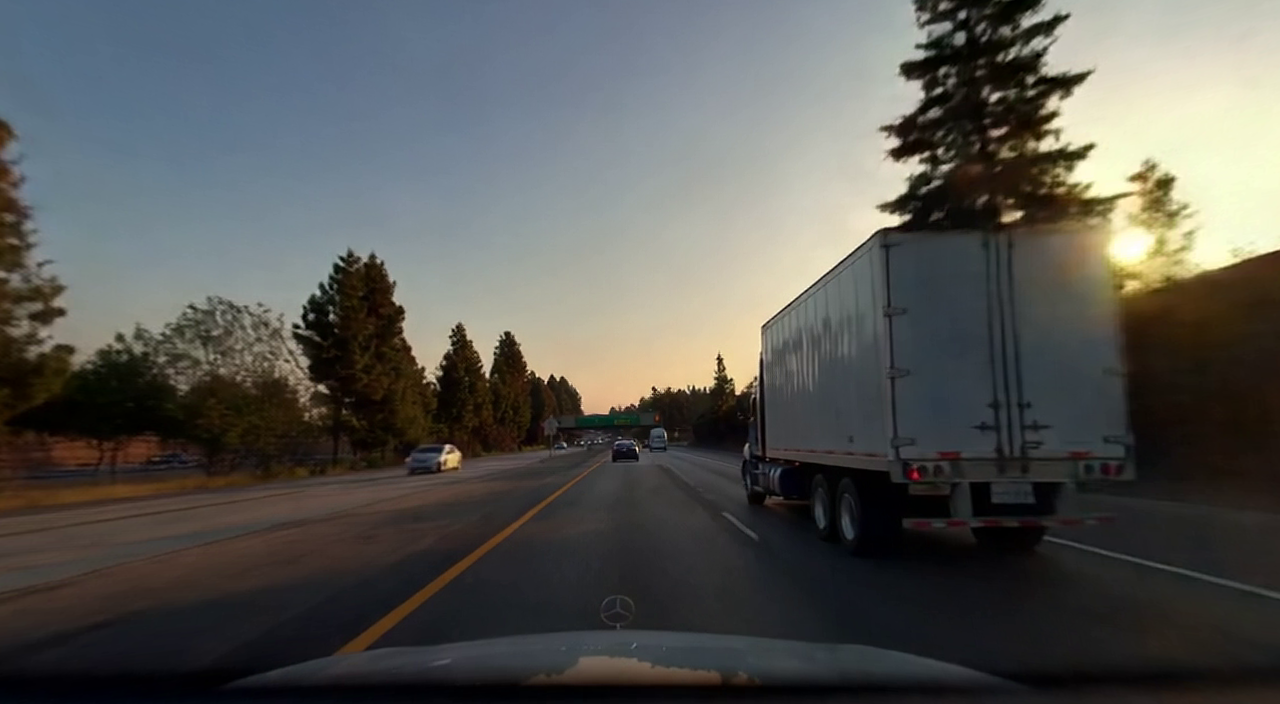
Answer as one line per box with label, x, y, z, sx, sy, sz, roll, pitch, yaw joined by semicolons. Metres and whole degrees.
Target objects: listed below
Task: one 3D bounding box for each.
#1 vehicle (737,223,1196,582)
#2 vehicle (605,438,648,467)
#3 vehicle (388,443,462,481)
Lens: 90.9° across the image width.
vehicle;3.782;0.971;10.306;2.921;3.526;8.207;0;-8;-1
vehicle;-0.753;5.557;35.025;2.259;1.466;3.693;0;-8;-1
vehicle;-9.191;4.701;27.294;1.882;1.446;3.944;0;-8;-1
